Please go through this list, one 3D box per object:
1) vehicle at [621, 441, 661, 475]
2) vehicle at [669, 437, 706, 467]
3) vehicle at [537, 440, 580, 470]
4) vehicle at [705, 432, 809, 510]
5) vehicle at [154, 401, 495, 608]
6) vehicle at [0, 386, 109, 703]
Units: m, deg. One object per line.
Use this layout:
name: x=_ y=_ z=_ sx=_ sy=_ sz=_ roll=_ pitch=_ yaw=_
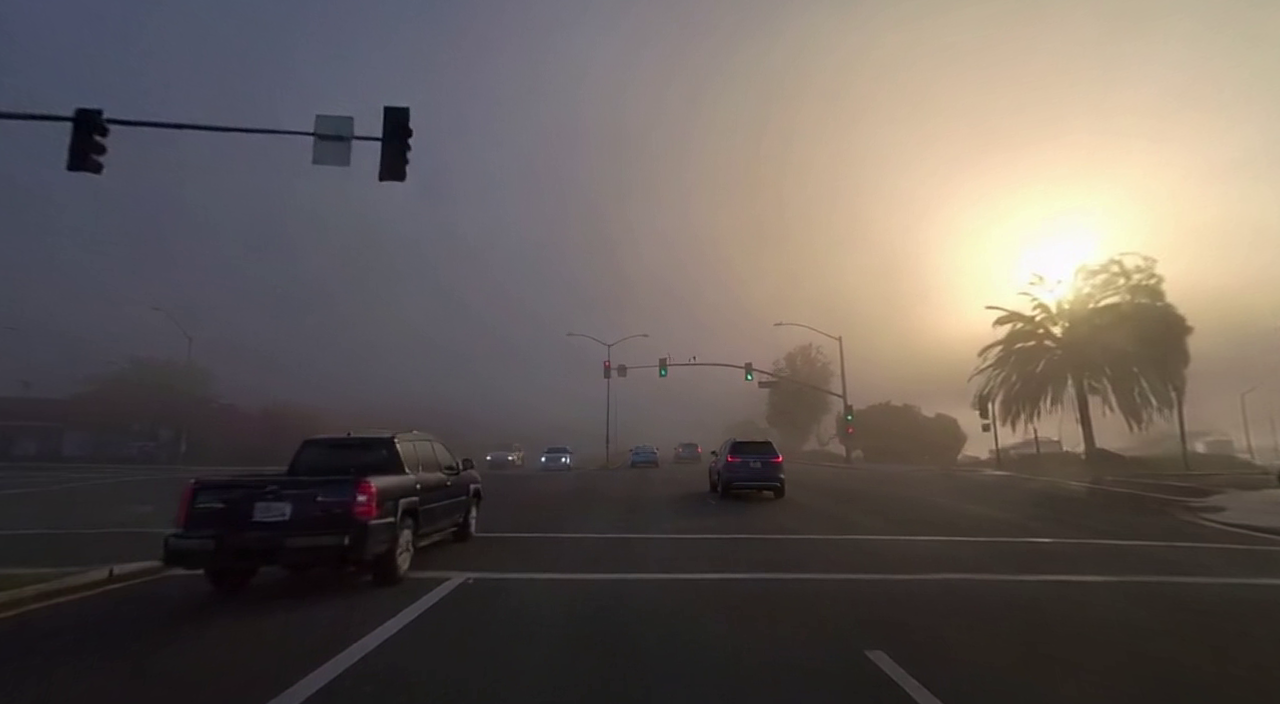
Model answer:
vehicle: x=0.026 y=5.580 z=33.441 sx=1.991 sy=1.664 sz=3.814 roll=0 pitch=-8 yaw=-1
vehicle: x=3.240 y=6.964 z=43.961 sx=2.154 sy=1.975 sz=4.634 roll=0 pitch=-8 yaw=-1
vehicle: x=-5.300 y=6.768 z=41.529 sx=2.126 sy=1.790 sz=4.332 roll=2 pitch=-8 yaw=1
vehicle: x=2.857 y=2.979 z=16.235 sx=1.872 sy=1.752 sz=3.896 roll=0 pitch=-8 yaw=-1
vehicle: x=-3.320 y=1.679 z=7.888 sx=1.972 sy=1.827 sz=4.433 roll=0 pitch=-8 yaw=0
vehicle: x=-3.280 y=0.680 z=0.595 sx=1.788 sy=1.600 sz=4.298 roll=0 pitch=-8 yaw=0
